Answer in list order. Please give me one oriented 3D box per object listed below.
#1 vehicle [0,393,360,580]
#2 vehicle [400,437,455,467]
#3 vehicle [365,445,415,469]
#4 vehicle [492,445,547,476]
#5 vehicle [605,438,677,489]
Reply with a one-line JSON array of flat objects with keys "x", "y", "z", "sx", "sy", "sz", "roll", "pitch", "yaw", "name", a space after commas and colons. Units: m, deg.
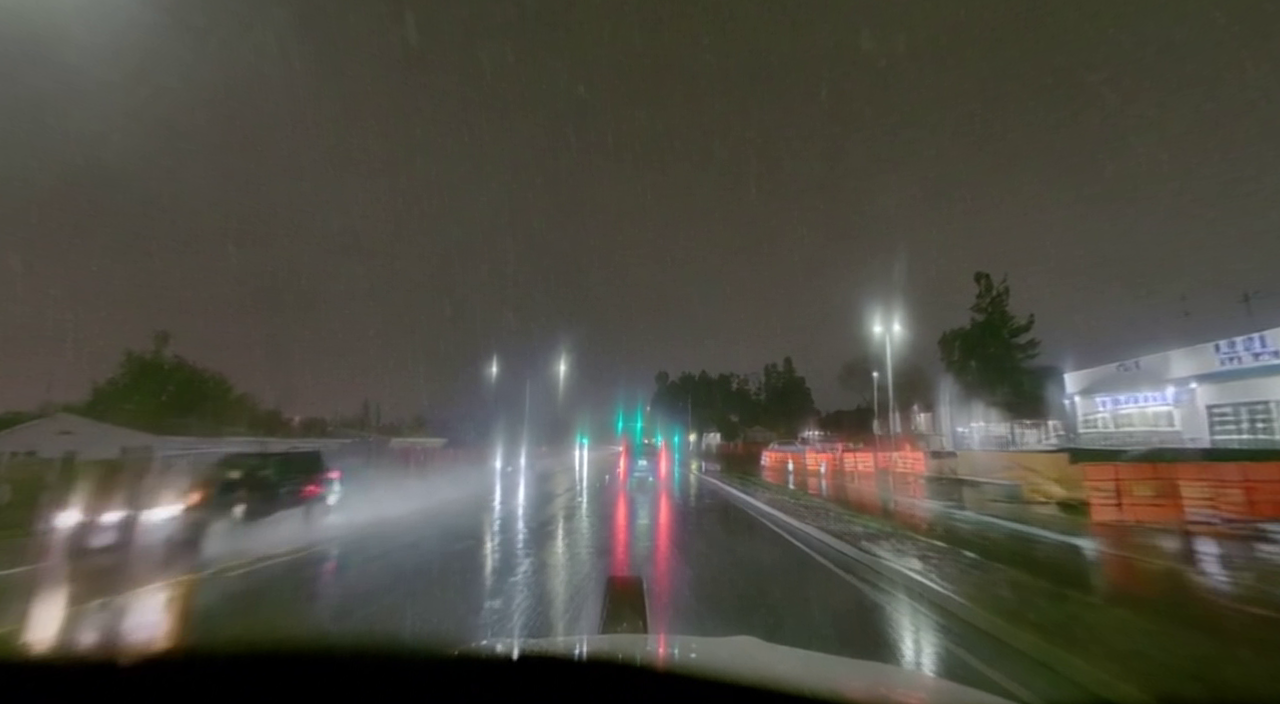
[{"x": -6.972, "y": 1.941, "z": 9.957, "sx": 2.340, "sy": 2.103, "sz": 5.526, "roll": -1, "pitch": -9, "yaw": 2, "name": "vehicle"}, {"x": -16.323, "y": 7.720, "z": 48.608, "sx": 2.230, "sy": 2.164, "sz": 5.732, "roll": 0, "pitch": -8, "yaw": 0, "name": "vehicle"}, {"x": -19.263, "y": 8.093, "z": 48.513, "sx": 2.050, "sy": 1.714, "sz": 4.619, "roll": 0, "pitch": -9, "yaw": -2, "name": "vehicle"}, {"x": -6.363, "y": 5.779, "z": 33.635, "sx": 1.985, "sy": 1.505, "sz": 4.143, "roll": -1, "pitch": -9, "yaw": 2, "name": "vehicle"}, {"x": 0.028, "y": 3.633, "z": 20.790, "sx": 2.144, "sy": 1.514, "sz": 4.063, "roll": 0, "pitch": -9, "yaw": 0, "name": "vehicle"}]
